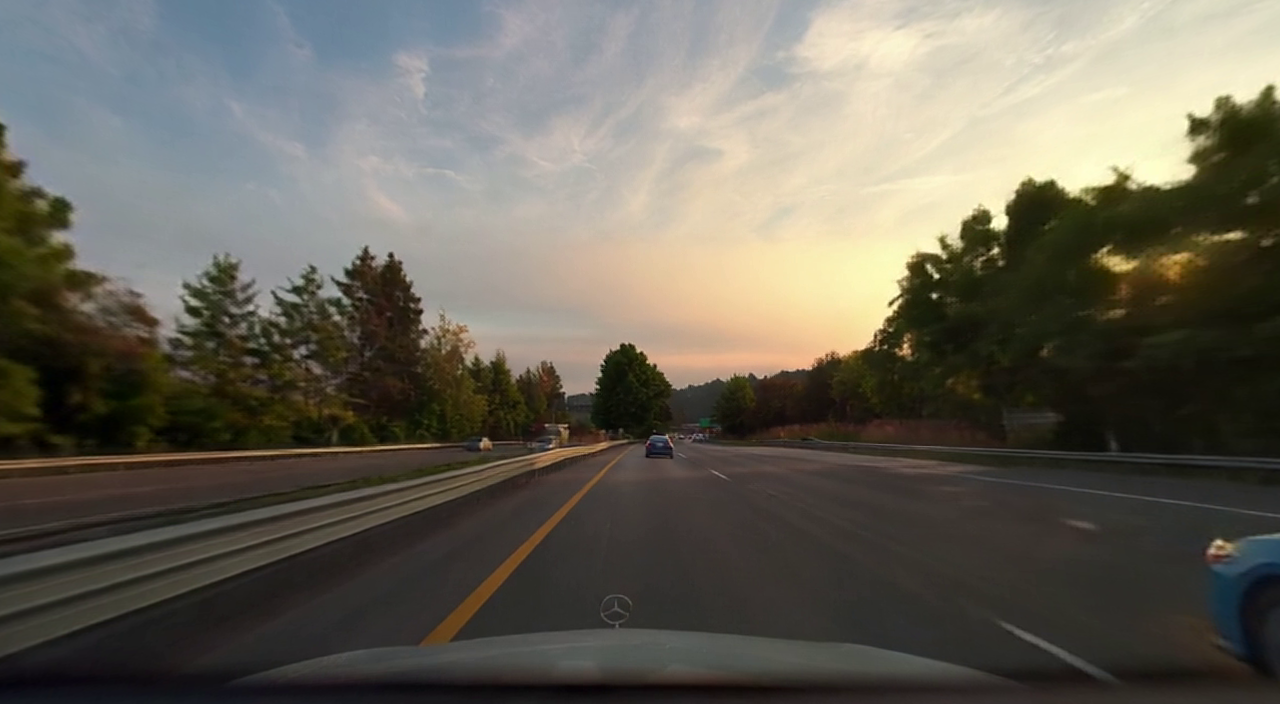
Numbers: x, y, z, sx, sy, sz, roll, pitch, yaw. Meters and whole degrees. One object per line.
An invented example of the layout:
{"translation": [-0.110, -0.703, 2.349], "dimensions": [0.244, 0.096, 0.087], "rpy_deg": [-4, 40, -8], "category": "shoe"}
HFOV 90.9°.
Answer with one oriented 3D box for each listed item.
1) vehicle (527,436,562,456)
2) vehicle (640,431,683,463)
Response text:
{"translation": [-7.448, 7.402, 49.519], "dimensions": [1.968, 1.481, 4.273], "rpy_deg": [0, -8, 2], "category": "vehicle"}
{"translation": [1.014, 4.784, 31.914], "dimensions": [2.046, 1.526, 3.903], "rpy_deg": [0, -8, 0], "category": "vehicle"}
